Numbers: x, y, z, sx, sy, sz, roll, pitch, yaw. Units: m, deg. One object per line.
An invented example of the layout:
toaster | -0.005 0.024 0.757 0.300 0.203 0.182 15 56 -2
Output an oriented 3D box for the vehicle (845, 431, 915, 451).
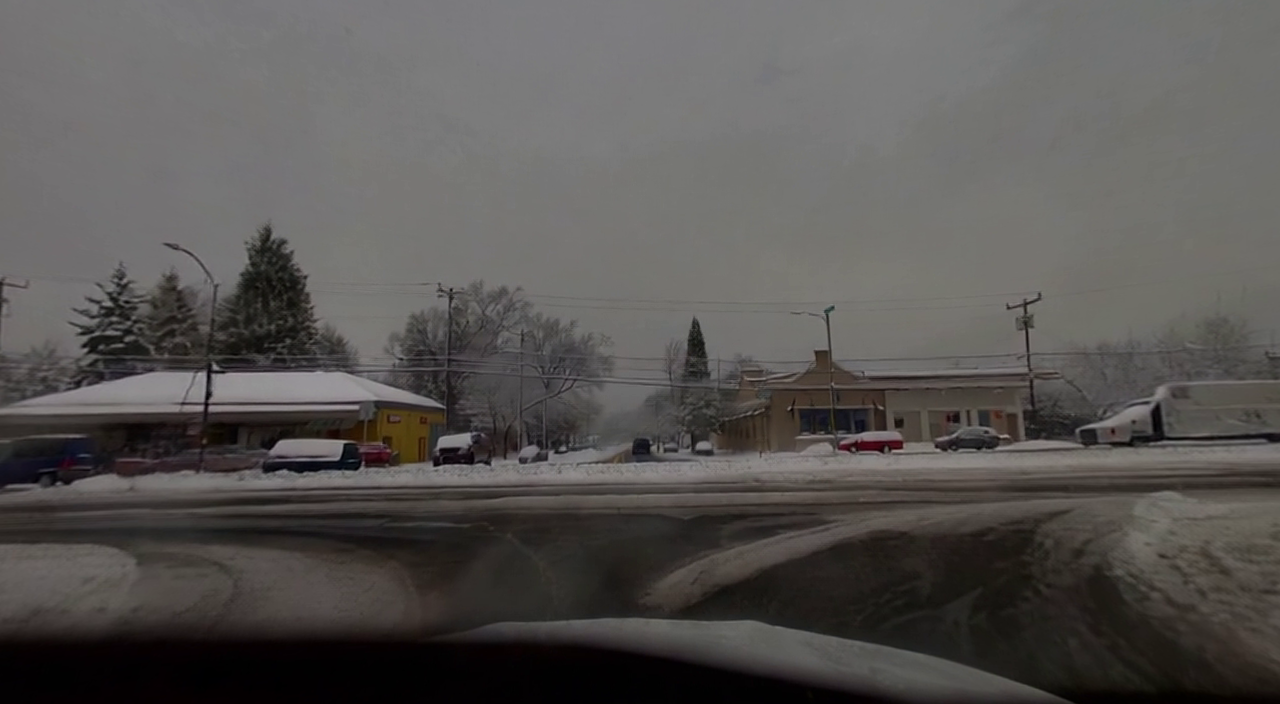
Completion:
vehicle | 18.360 6.783 48.331 4.528 1.458 1.939 1 -7 -4

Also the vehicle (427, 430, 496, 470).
vehicle | -8.353 4.713 29.992 2.156 1.620 4.945 3 -10 -4

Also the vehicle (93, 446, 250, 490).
vehicle | -16.381 4.043 22.160 4.233 1.432 1.755 -1 -9 6

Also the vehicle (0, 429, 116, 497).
vehicle | -21.526 3.936 22.590 3.506 2.261 2.158 -1 -8 5

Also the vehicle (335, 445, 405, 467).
vehicle | -19.791 7.651 46.363 4.277 1.527 1.987 0 -8 -3

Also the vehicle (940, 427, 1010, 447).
vehicle | 25.884 6.609 48.719 4.323 1.507 1.896 0 -8 -4

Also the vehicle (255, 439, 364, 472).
vehicle | -17.421 5.441 33.431 2.010 1.583 4.582 -6 -10 34

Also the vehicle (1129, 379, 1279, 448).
vehicle | 33.443 3.405 34.793 10.986 3.604 2.707 0 -9 -5

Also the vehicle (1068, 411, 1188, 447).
vehicle | 29.242 4.630 37.906 5.277 2.032 2.408 1 -7 -3
